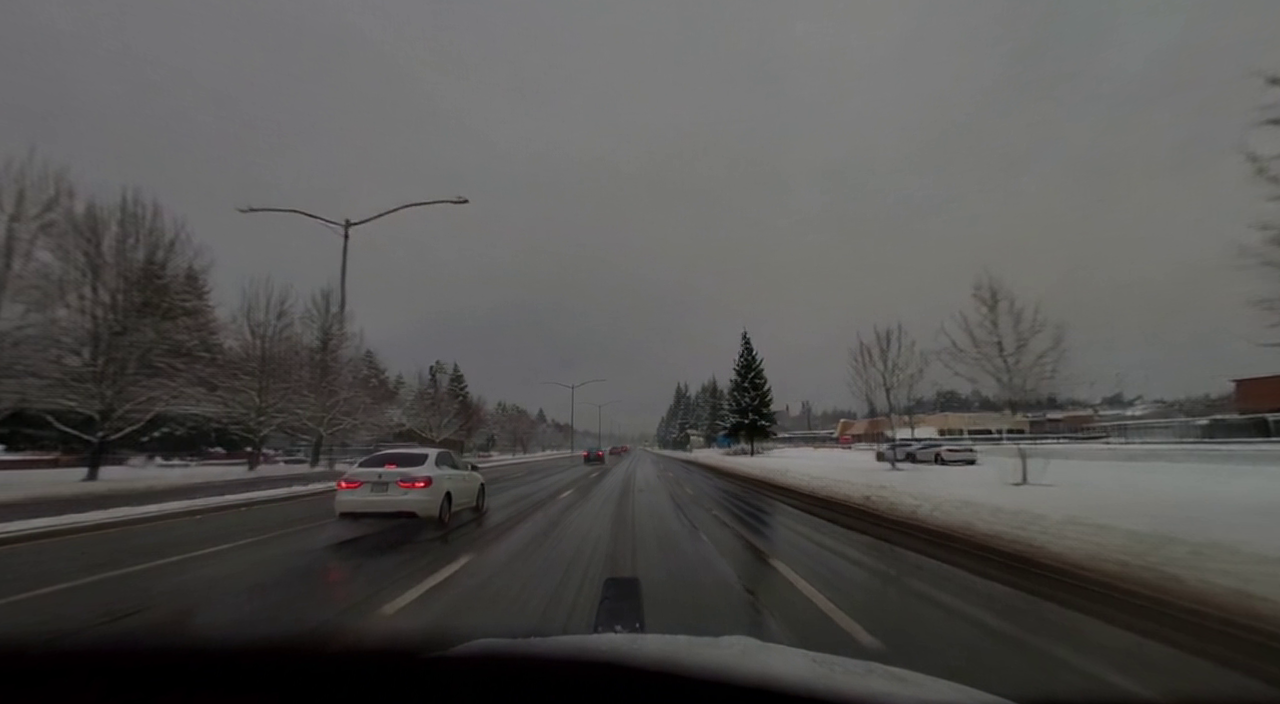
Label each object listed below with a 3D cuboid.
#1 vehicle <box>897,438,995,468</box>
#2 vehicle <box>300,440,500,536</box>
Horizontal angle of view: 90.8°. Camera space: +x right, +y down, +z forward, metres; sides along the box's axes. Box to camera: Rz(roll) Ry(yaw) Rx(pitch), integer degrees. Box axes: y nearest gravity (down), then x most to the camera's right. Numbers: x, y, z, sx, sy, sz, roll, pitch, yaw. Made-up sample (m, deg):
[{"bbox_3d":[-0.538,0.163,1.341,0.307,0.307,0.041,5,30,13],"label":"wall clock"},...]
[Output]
[{"bbox_3d":[16.117,5.329,33.408,4.197,1.466,1.930,0,-9,-2],"label":"vehicle"},{"bbox_3d":[-4.176,2.421,11.941,2.003,1.454,4.484,0,-9,0],"label":"vehicle"}]
